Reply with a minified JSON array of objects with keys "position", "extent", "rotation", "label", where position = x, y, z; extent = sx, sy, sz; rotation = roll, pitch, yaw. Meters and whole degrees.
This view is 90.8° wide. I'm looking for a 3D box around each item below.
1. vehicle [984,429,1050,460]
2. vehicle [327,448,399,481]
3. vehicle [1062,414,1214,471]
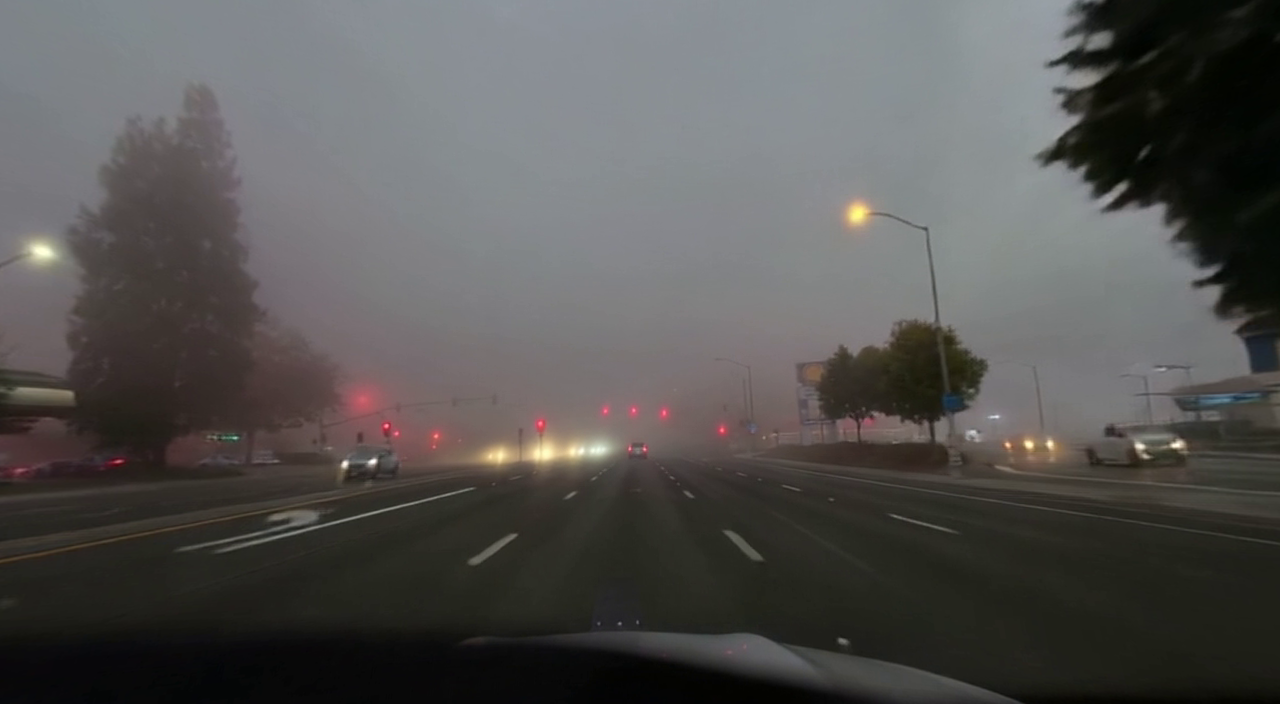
[{"position":[19.308,4.776,32.506],"extent":[1.767,1.466,3.855],"rotation":[-2,-9,14],"label":"vehicle"},{"position":[-14.790,6.010,33.991],"extent":[2.020,1.645,4.146],"rotation":[0,-8,-1],"label":"vehicle"},{"position":[16.121,2.994,20.831],"extent":[1.944,1.646,4.594],"rotation":[-2,-9,11],"label":"vehicle"}]
